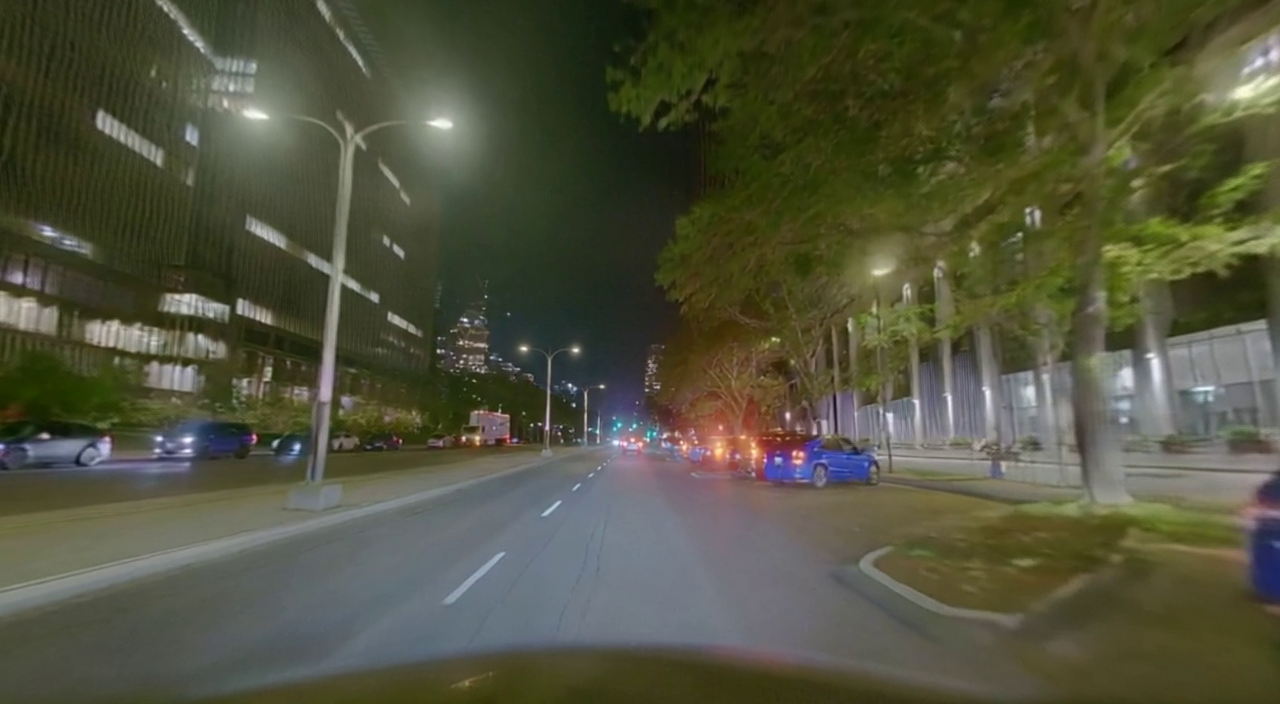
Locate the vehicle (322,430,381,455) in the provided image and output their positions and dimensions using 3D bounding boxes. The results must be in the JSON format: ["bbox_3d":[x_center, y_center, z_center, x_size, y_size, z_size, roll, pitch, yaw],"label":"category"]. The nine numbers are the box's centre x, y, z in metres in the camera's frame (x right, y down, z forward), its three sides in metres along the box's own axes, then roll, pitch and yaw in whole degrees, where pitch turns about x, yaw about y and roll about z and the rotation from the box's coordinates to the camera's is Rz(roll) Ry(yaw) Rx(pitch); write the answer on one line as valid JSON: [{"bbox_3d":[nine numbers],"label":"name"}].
[{"bbox_3d":[-18.906,5.959,41.462,1.811,1.502,4.639,0,-8,-1],"label":"vehicle"}]

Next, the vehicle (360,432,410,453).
[{"bbox_3d":[-19.168,6.860,47.567,1.869,1.494,4.833,0,-8,-2],"label":"vehicle"}]

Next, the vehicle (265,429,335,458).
[{"bbox_3d":[-18.963,5.110,35.334,1.807,1.501,4.134,0,-8,-3],"label":"vehicle"}]

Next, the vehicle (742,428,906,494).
[{"bbox_3d":[4.797,2.744,16.269,4.047,1.497,1.898,5,-10,-35],"label":"vehicle"}]

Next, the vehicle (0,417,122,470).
[{"bbox_3d":[-18.936,2.896,19.879,1.822,1.506,3.809,-1,-8,1],"label":"vehicle"}]

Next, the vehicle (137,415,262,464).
[{"bbox_3d":[-18.917,3.800,27.341,1.972,1.839,4.553,3,-8,1],"label":"vehicle"}]
